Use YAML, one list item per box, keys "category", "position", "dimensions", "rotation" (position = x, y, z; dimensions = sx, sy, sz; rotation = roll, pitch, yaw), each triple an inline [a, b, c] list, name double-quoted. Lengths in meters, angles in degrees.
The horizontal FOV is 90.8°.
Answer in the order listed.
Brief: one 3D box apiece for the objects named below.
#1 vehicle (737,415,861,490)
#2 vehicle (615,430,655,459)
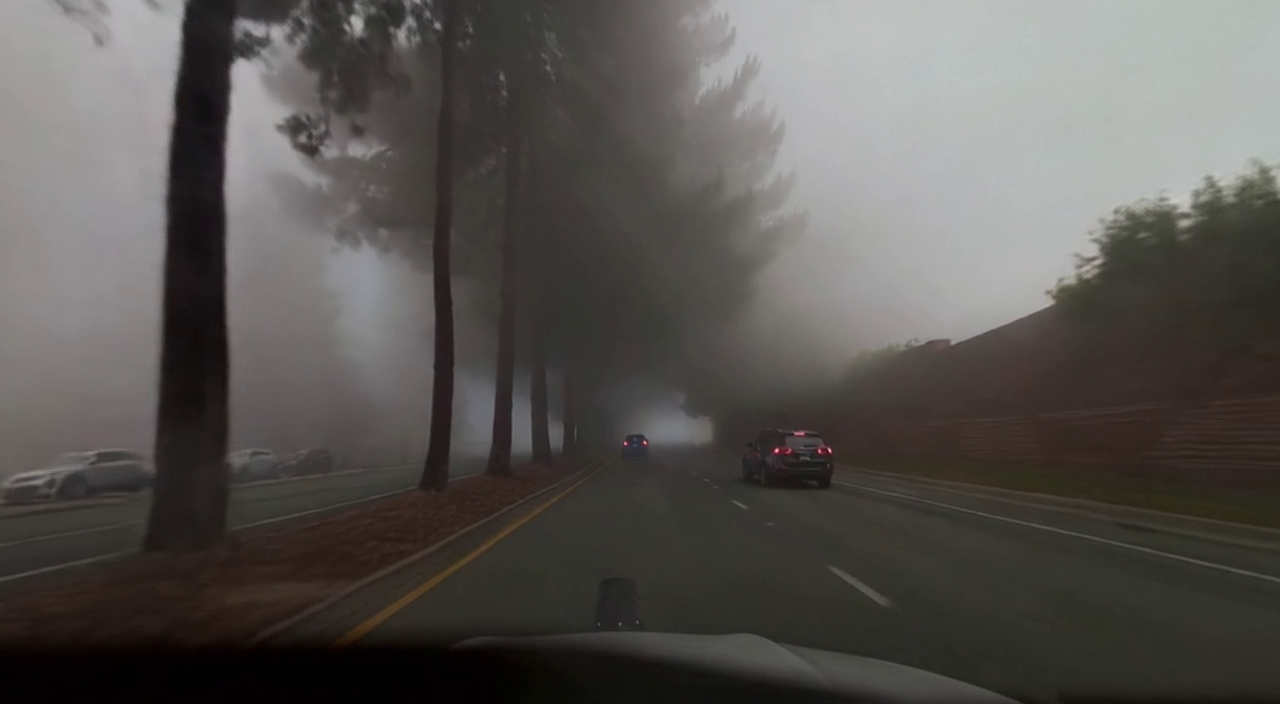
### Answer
- category: "vehicle"
  position: [4.116, 2.694, 17.231]
  dimensions: [2.155, 1.752, 4.456]
  rotation: [0, -8, -1]
- category: "vehicle"
  position: [-0.322, 5.885, 40.174]
  dimensions: [2.391, 1.739, 3.837]
  rotation: [-1, -8, -1]
